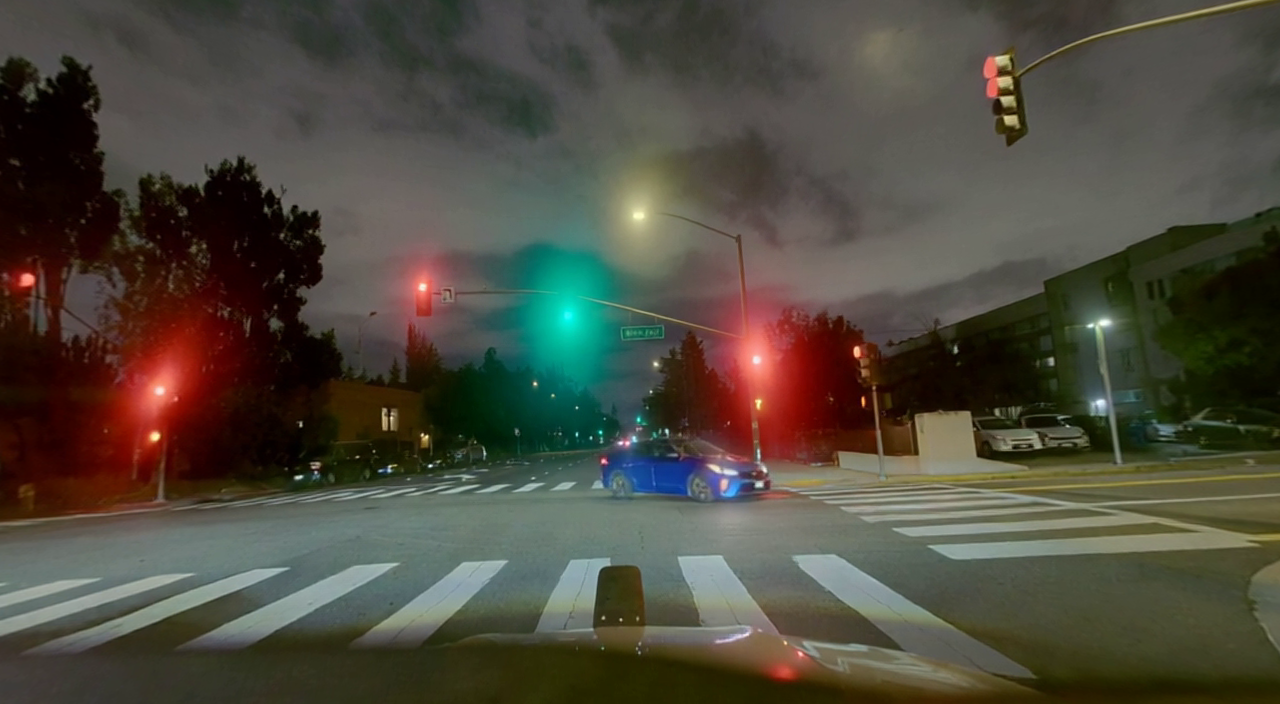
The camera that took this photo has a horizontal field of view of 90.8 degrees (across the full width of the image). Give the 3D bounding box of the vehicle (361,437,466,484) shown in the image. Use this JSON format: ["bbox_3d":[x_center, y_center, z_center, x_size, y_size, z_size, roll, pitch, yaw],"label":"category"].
[{"bbox_3d":[-10.145,4.919,28.979,2.664,1.940,5.702,0,-9,0],"label":"vehicle"}]

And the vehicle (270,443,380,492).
[{"bbox_3d":[-13.776,5.066,28.067,2.306,1.957,4.968,0,-9,-1],"label":"vehicle"}]

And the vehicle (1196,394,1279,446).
[{"bbox_3d":[24.603,2.784,24.998,2.098,1.857,4.861,-3,-9,20],"label":"vehicle"}]

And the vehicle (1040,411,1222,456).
[{"bbox_3d":[16.946,2.905,22.116,4.560,1.453,1.851,-3,-9,18],"label":"vehicle"}]

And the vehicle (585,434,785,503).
[{"bbox_3d":[1.035,2.849,15.844,4.592,1.470,2.071,-7,-11,37],"label":"vehicle"}]
